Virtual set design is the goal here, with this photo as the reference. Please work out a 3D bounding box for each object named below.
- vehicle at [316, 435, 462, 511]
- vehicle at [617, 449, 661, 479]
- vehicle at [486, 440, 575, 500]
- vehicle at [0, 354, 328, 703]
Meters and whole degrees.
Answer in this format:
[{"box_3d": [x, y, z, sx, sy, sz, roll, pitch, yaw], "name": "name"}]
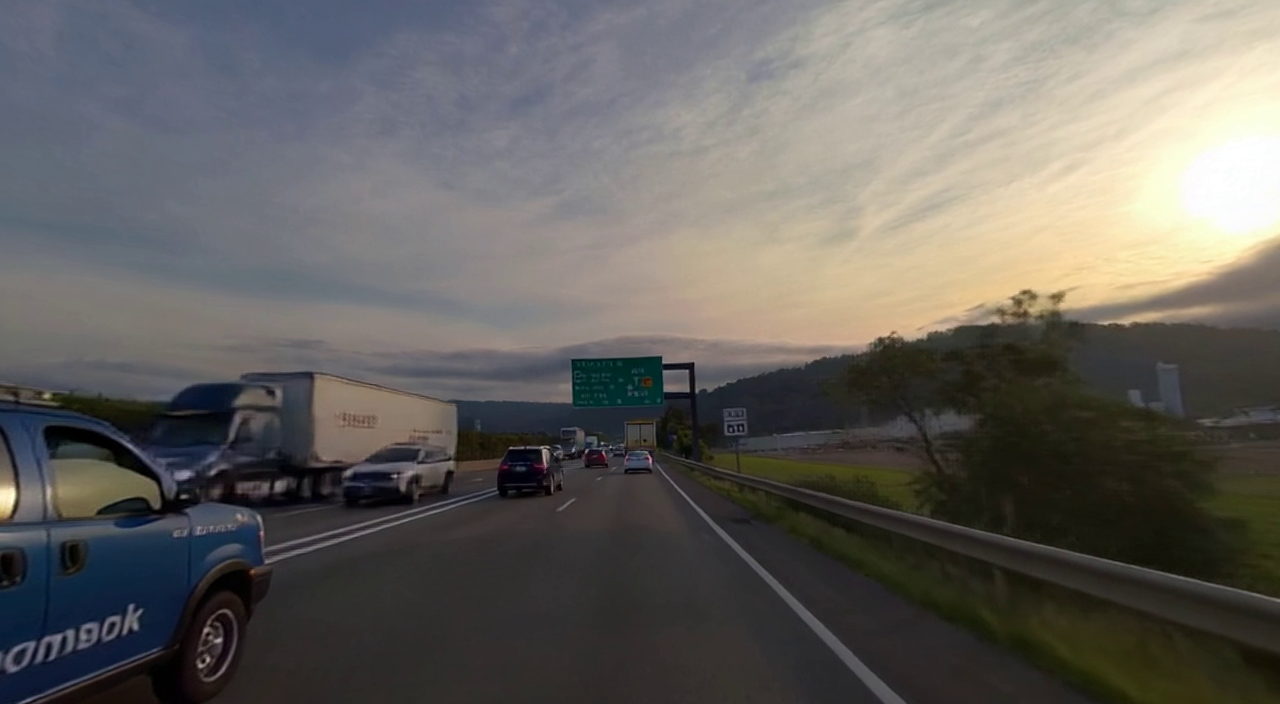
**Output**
[{"box_3d": [-6.674, 3.248, 17.481, 2.043, 1.787, 4.755, 0, -9, 0], "name": "vehicle"}, {"box_3d": [-0.068, 5.579, 31.759, 2.095, 1.393, 3.908, 0, -9, 0], "name": "vehicle"}, {"box_3d": [-3.211, 3.543, 19.343, 1.937, 1.600, 4.141, 0, -9, 0], "name": "vehicle"}, {"box_3d": [-3.248, 0.850, 2.052, 2.117, 1.688, 4.582, 0, -9, 0], "name": "vehicle"}]
